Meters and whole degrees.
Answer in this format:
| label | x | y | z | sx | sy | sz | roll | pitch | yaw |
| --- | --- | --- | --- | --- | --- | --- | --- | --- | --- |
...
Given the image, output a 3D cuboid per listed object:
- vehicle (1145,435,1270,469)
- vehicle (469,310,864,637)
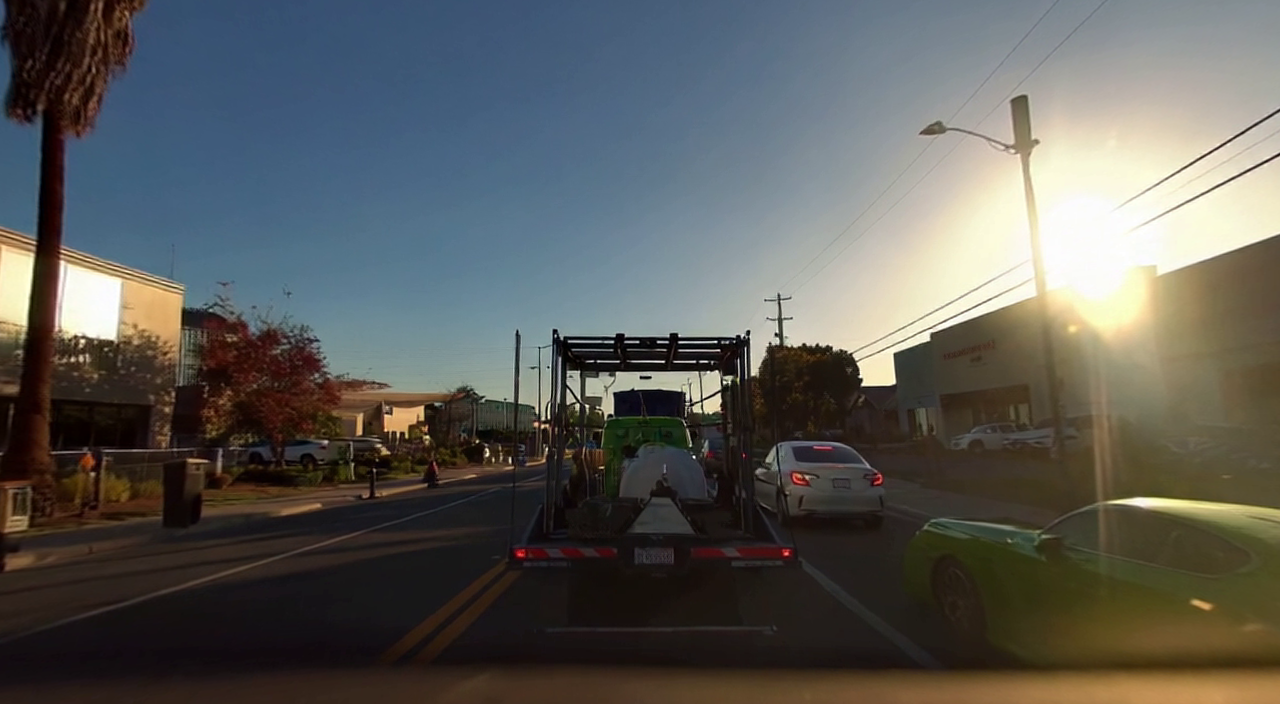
| label | x | y | z | sx | sy | sz | roll | pitch | yaw |
| --- | --- | --- | --- | --- | --- | --- | --- | --- | --- |
| vehicle | 28.575 | 5.043 | 31.802 | 4.193 | 1.633 | 1.928 | -4 | -9 | 26 |
| vehicle | 0.166 | 1.304 | 7.720 | 2.728 | 2.305 | 6.506 | 0 | -8 | 0 |
